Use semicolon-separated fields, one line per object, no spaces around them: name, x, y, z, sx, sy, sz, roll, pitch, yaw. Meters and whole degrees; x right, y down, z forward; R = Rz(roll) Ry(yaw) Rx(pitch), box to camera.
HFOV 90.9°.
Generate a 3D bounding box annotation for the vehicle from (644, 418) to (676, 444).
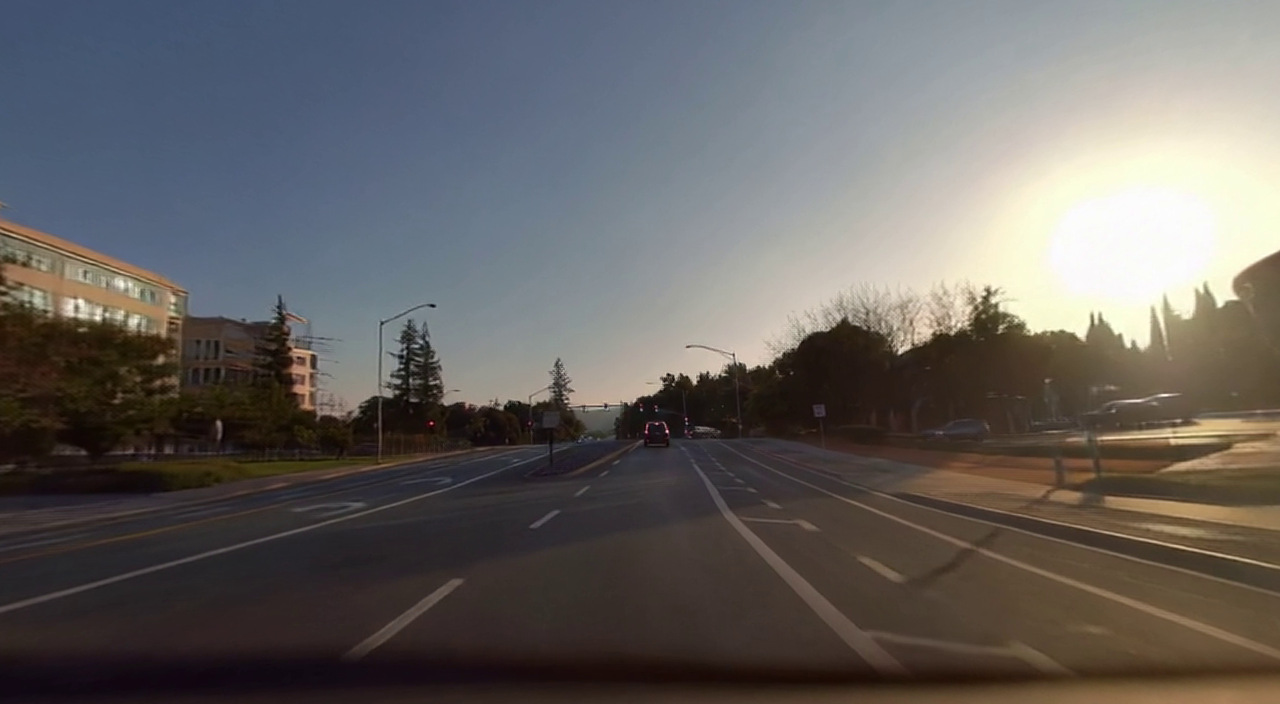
vehicle;1.541;6.287;49.880;2.371;1.926;5.099;0;-8;0
